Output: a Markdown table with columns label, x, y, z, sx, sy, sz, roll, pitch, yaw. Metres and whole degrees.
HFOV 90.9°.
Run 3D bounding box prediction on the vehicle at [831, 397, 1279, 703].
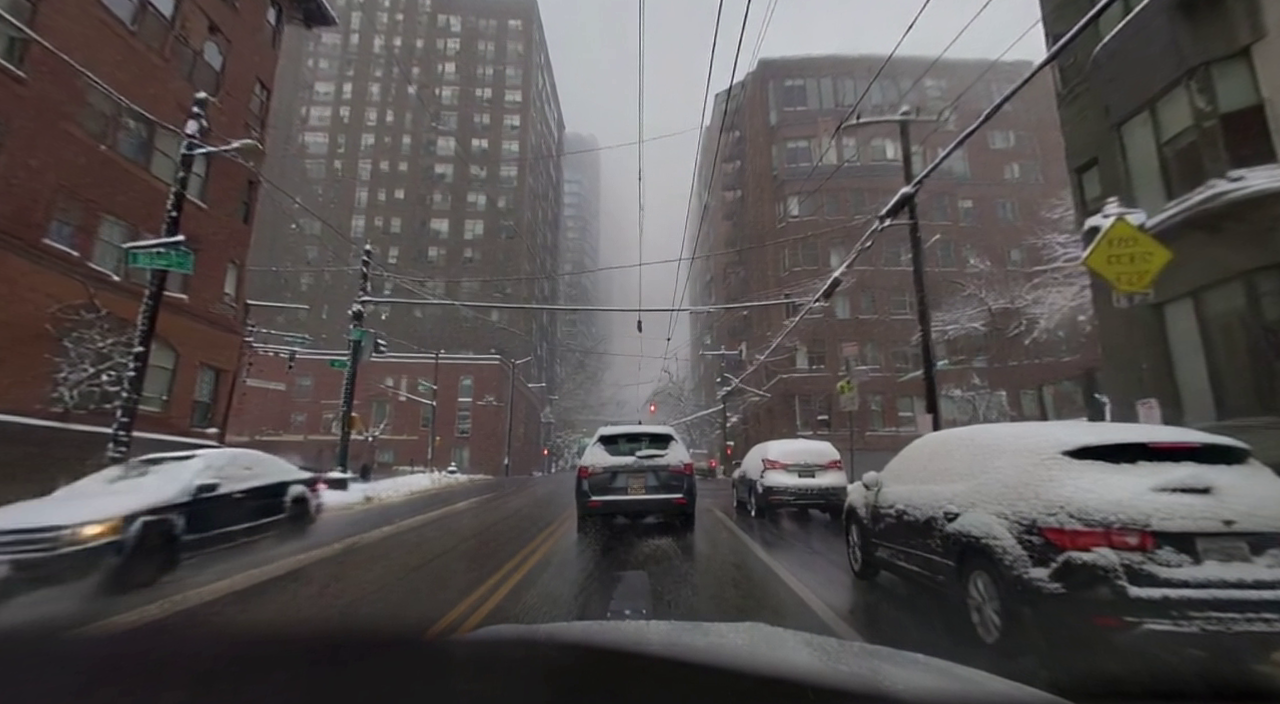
| label | x | y | z | sx | sy | sz | roll | pitch | yaw |
| --- | --- | --- | --- | --- | --- | --- | --- | --- | --- |
| vehicle | 3.203 | 1.317 | 5.270 | 1.906 | 1.578 | 4.020 | 0 | -8 | -1 |

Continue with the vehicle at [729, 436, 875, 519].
| label | x | y | z | sx | sy | sz | roll | pitch | yaw |
| --- | --- | --- | --- | --- | --- | --- | --- | --- | --- |
| vehicle | 3.178 | 2.545 | 13.356 | 1.970 | 1.452 | 4.227 | 0 | -8 | 0 |

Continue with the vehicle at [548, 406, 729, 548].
| label | x | y | z | sx | sy | sz | roll | pitch | yaw |
| --- | --- | --- | --- | --- | --- | --- | --- | --- | --- |
| vehicle | -0.064 | 1.845 | 9.895 | 2.232 | 1.736 | 4.036 | 0 | -8 | -1 |

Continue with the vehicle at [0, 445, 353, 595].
| label | x | y | z | sx | sy | sz | roll | pitch | yaw |
| --- | --- | --- | --- | --- | --- | --- | --- | --- | --- |
| vehicle | -6.034 | 2.085 | 8.788 | 2.014 | 1.538 | 4.275 | 0 | -8 | 1 |
